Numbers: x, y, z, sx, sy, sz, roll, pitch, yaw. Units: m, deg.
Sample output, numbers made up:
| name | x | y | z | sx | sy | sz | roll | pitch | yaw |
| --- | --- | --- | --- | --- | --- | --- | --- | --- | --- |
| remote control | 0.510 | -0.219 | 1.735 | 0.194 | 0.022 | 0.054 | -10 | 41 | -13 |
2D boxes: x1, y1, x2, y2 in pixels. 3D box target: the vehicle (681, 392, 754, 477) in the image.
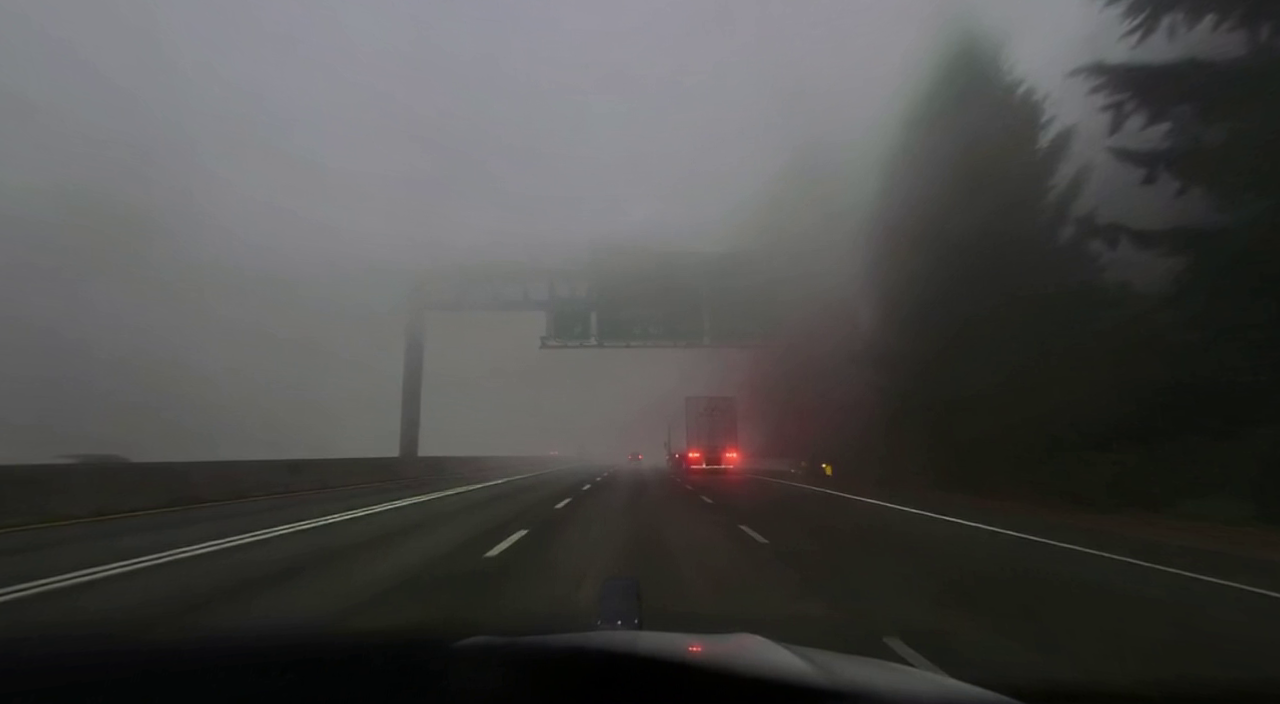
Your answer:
| name | x | y | z | sx | sy | sz | roll | pitch | yaw |
| --- | --- | --- | --- | --- | --- | --- | --- | --- | --- |
| vehicle | 3.959 | 4.575 | 34.154 | 2.869 | 4.013 | 8.610 | 0 | -9 | 0 |

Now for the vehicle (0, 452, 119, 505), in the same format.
| name | x | y | z | sx | sy | sz | roll | pitch | yaw |
| --- | --- | --- | --- | --- | --- | --- | --- | --- | --- |
| vehicle | -19.070 | 3.876 | 19.623 | 1.807 | 1.478 | 4.323 | 0 | -9 | -1 |
